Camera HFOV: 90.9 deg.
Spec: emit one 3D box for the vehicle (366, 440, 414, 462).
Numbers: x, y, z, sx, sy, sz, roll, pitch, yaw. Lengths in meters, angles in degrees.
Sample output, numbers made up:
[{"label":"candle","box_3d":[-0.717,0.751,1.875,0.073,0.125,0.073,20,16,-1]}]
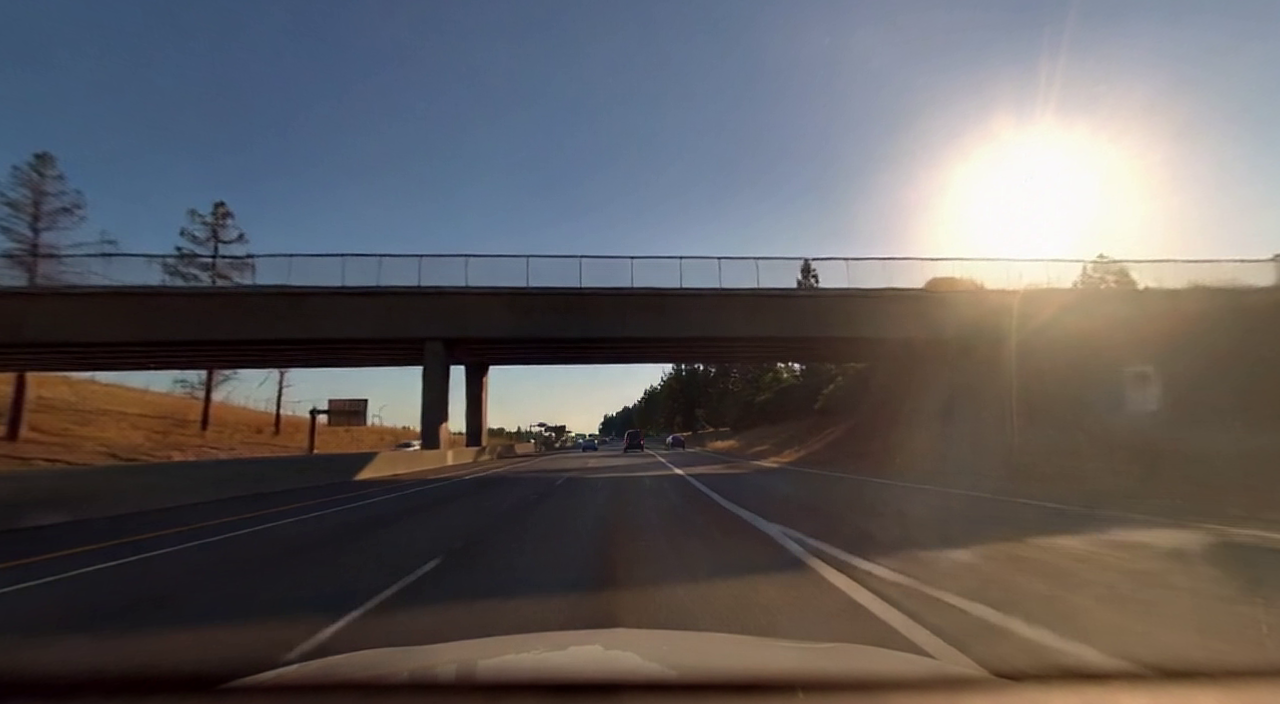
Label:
[{"label":"vehicle","box_3d":[-17.257,6.869,43.717,1.821,1.444,3.731,0,-8,0]}]
